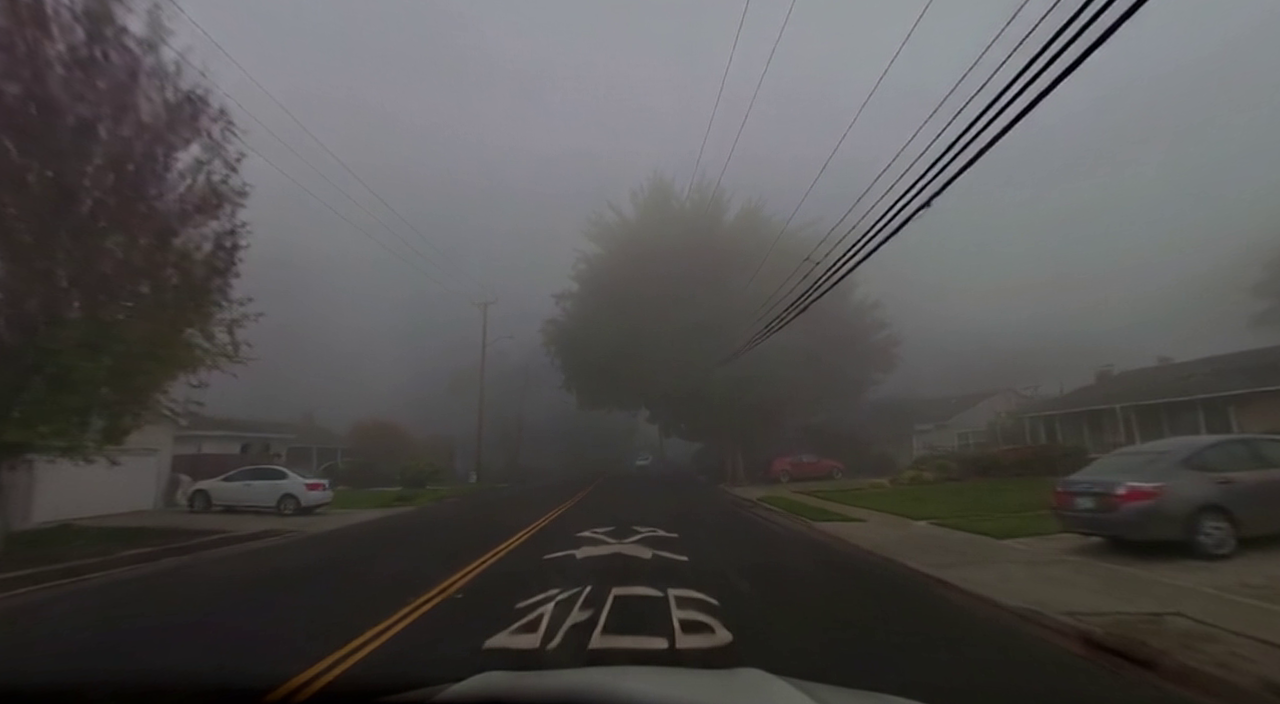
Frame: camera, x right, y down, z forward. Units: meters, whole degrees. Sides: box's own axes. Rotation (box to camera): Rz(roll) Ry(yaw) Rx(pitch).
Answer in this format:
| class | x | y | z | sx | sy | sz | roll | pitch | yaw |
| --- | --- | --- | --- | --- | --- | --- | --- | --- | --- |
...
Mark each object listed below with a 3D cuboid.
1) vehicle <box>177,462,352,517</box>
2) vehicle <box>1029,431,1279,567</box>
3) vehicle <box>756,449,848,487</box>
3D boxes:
| class | x | y | z | sx | sy | sz | roll | pitch | yaw |
| --- | --- | --- | --- | --- | --- | --- | --- | --- | --- |
| vehicle | -11.738 | 4.295 | 19.968 | 4.243 | 1.598 | 2.003 | 0 | -9 | 3 |
| vehicle | 8.774 | 1.953 | 8.792 | 5.379 | 1.611 | 2.040 | 0 | -9 | -2 |
| vehicle | 7.706 | 5.522 | 30.334 | 3.846 | 1.725 | 1.920 | 1 | -9 | -4 |
